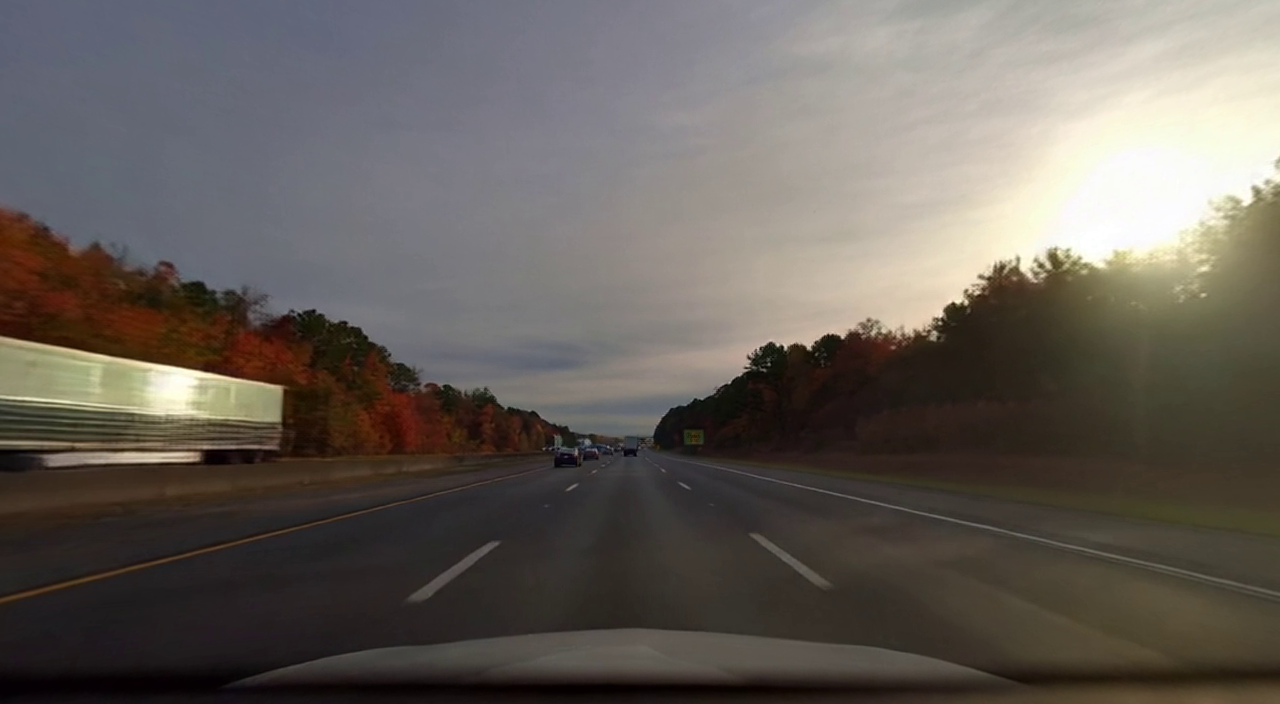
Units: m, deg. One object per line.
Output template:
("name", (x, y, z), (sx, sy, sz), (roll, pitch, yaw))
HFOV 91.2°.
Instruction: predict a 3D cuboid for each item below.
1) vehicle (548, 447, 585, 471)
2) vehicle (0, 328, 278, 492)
("vehicle", (-4.714, 6.911, 40.647), (1.963, 1.475, 3.665), (0, -9, -1))
("vehicle", (-17.639, 2.293, 20.929), (2.917, 4.076, 14.027), (0, -9, -1))
